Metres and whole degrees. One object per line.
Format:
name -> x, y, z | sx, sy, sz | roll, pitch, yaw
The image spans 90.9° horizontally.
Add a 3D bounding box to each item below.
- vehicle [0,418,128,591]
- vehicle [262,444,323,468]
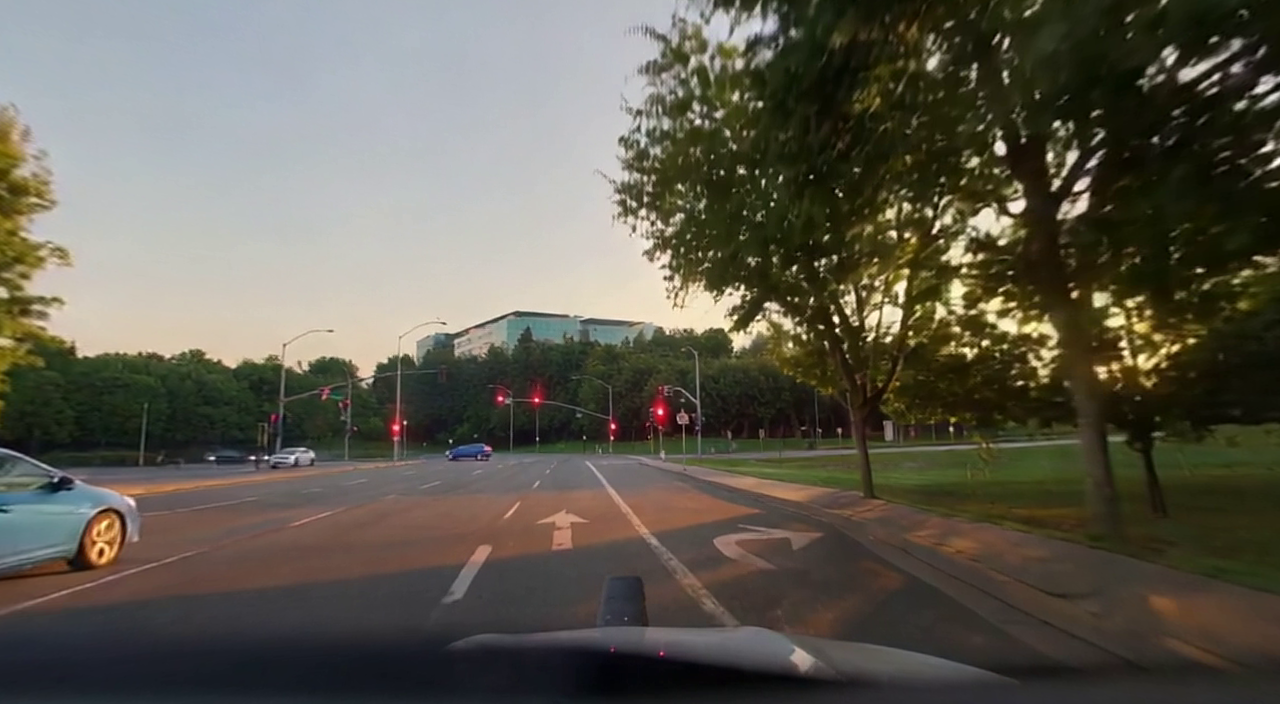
vehicle -> -6.645, 1.251, 4.864 | 2.096, 1.521, 4.231 | 1, -8, -6
vehicle -> -22.868, 6.835, 41.653 | 1.877, 1.492, 4.205 | 1, -8, -5
